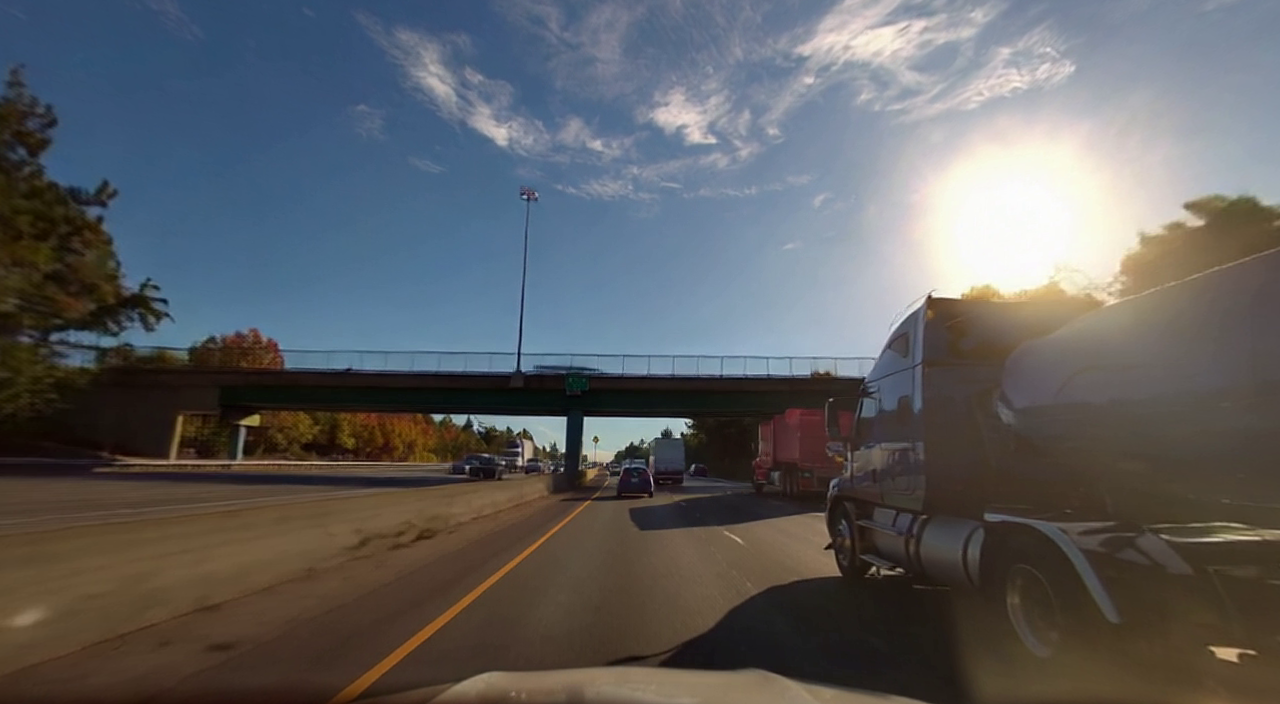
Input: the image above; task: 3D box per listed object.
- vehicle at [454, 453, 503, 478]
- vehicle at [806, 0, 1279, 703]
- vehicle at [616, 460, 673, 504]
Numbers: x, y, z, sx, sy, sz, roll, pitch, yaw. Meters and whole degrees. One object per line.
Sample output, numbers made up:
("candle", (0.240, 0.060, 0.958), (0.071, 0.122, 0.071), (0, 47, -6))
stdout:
("vehicle", (-10.305, 7.292, 40.439), (2.057, 1.495, 4.294), (1, -11, -1))
("vehicle", (3.740, -0.373, 1.250), (2.831, 4.150, 14.519), (1, -10, 0))
("vehicle", (0.154, 5.112, 24.926), (2.067, 1.552, 3.601), (1, -10, 0))
